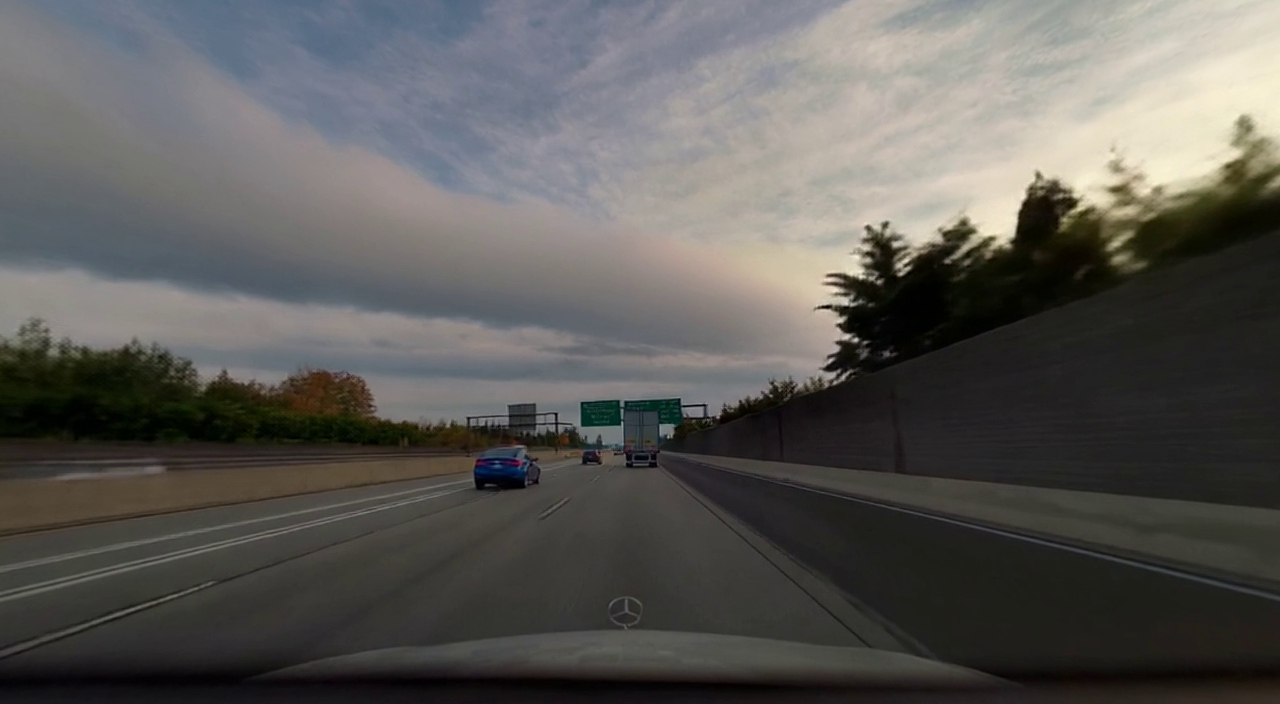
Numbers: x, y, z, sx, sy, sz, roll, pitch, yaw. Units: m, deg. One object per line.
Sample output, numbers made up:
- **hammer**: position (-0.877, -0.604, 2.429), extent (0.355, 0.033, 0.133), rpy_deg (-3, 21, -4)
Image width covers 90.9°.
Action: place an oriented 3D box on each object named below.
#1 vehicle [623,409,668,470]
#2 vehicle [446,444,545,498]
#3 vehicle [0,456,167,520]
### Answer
- **vehicle**: position (0.451, 6.683, 47.763), extent (2.980, 4.051, 10.359), rpy_deg (0, -9, 1)
- **vehicle**: position (-4.405, 3.679, 19.997), extent (1.977, 1.478, 4.702), rpy_deg (0, -9, 0)
- **vehicle**: position (-16.176, 3.742, 17.889), extent (1.898, 1.480, 4.712), rpy_deg (0, -9, -1)
